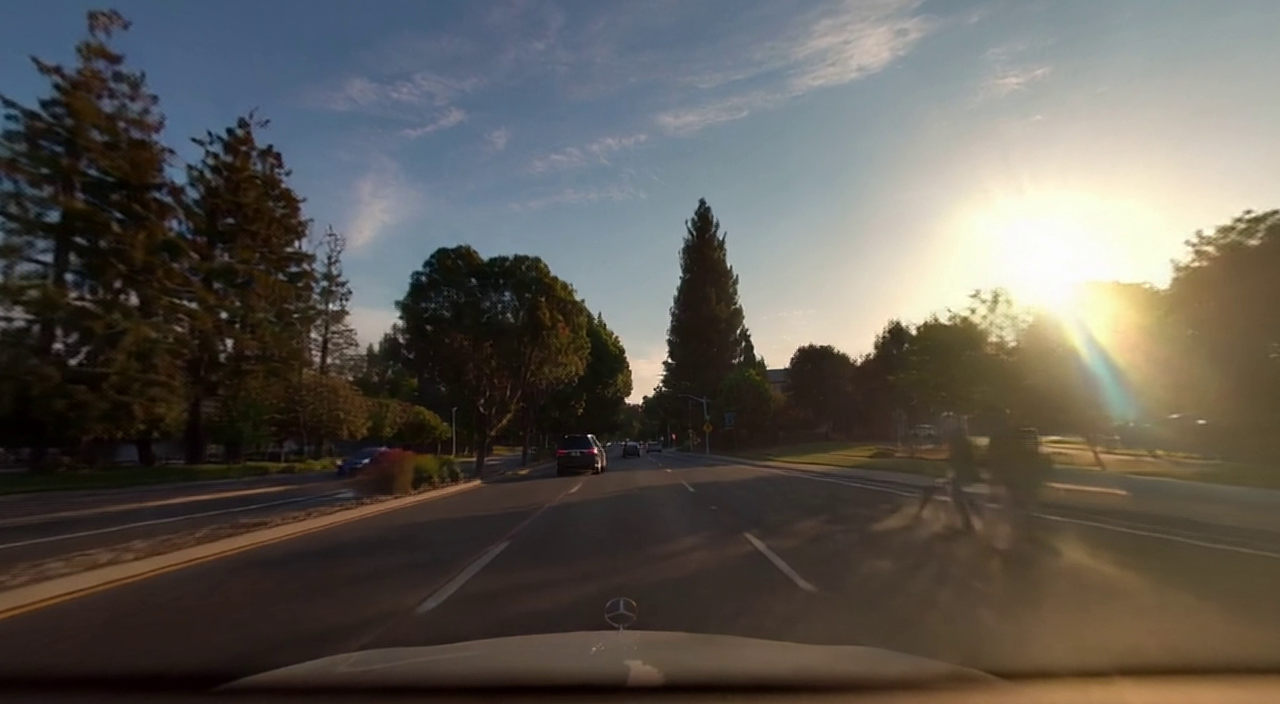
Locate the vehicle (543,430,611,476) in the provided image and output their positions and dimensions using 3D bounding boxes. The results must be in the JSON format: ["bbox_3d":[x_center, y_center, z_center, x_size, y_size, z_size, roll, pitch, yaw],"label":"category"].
[{"bbox_3d":[-2.432,4.084,25.648,2.174,1.703,4.231,0,-9,2],"label":"vehicle"}]

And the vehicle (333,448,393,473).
[{"bbox_3d":[-17.716,6.927,40.676,1.895,1.502,4.711,0,-9,-2],"label":"vehicle"}]
